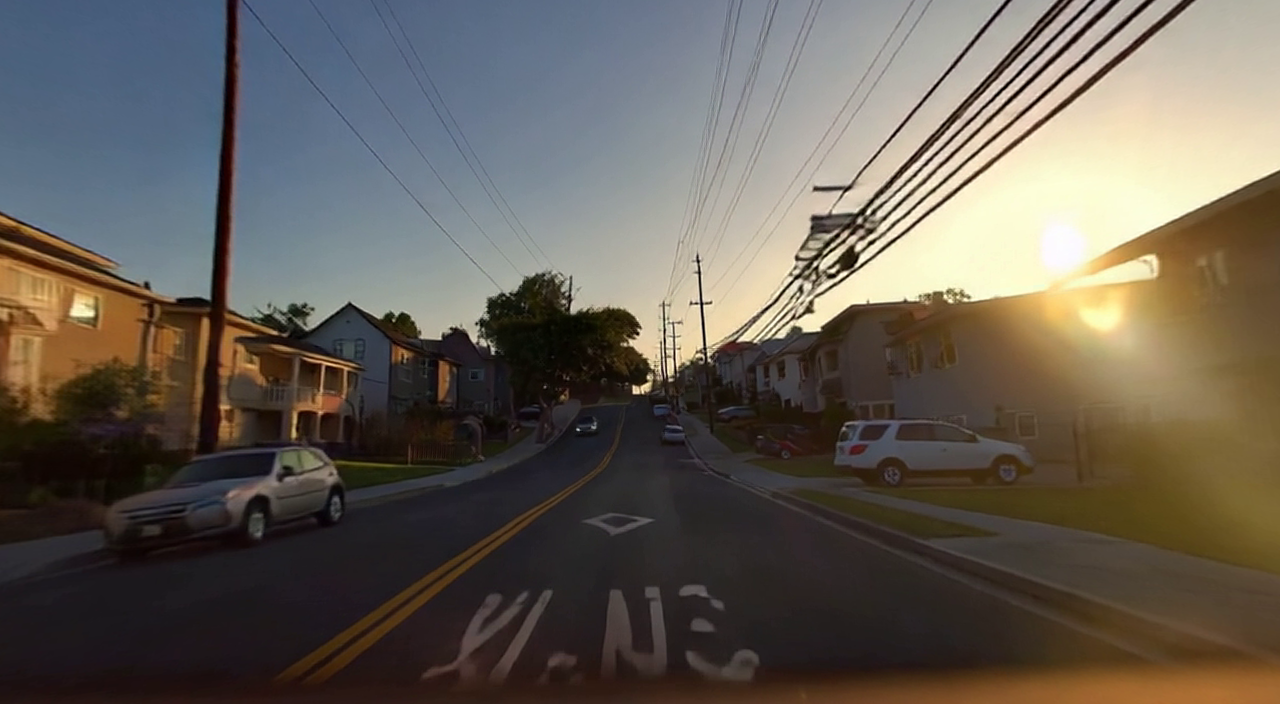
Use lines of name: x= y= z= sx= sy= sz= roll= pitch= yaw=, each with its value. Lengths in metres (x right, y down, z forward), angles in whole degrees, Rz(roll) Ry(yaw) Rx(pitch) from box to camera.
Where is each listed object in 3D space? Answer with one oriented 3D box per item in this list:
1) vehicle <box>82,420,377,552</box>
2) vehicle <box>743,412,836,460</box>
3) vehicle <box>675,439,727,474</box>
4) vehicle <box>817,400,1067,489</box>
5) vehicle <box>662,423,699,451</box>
vehicle: x=-6.718 y=2.361 z=11.133 sx=2.156 sy=1.764 sz=4.410 roll=-2 pitch=-12 yaw=1
vehicle: x=7.890 y=4.496 z=33.529 sx=4.286 sy=2.044 sz=1.913 roll=-5 pitch=-9 yaw=-1
vehicle: x=2.749 y=4.818 z=29.298 sx=2.063 sy=1.503 sz=4.415 roll=0 pitch=-8 yaw=2
vehicle: x=7.901 y=2.482 z=16.970 sx=5.512 sy=1.846 sz=2.115 roll=-4 pitch=-8 yaw=1
vehicle: x=2.764 y=6.008 z=44.222 sx=2.211 sy=1.860 sz=4.813 roll=0 pitch=-8 yaw=-1
